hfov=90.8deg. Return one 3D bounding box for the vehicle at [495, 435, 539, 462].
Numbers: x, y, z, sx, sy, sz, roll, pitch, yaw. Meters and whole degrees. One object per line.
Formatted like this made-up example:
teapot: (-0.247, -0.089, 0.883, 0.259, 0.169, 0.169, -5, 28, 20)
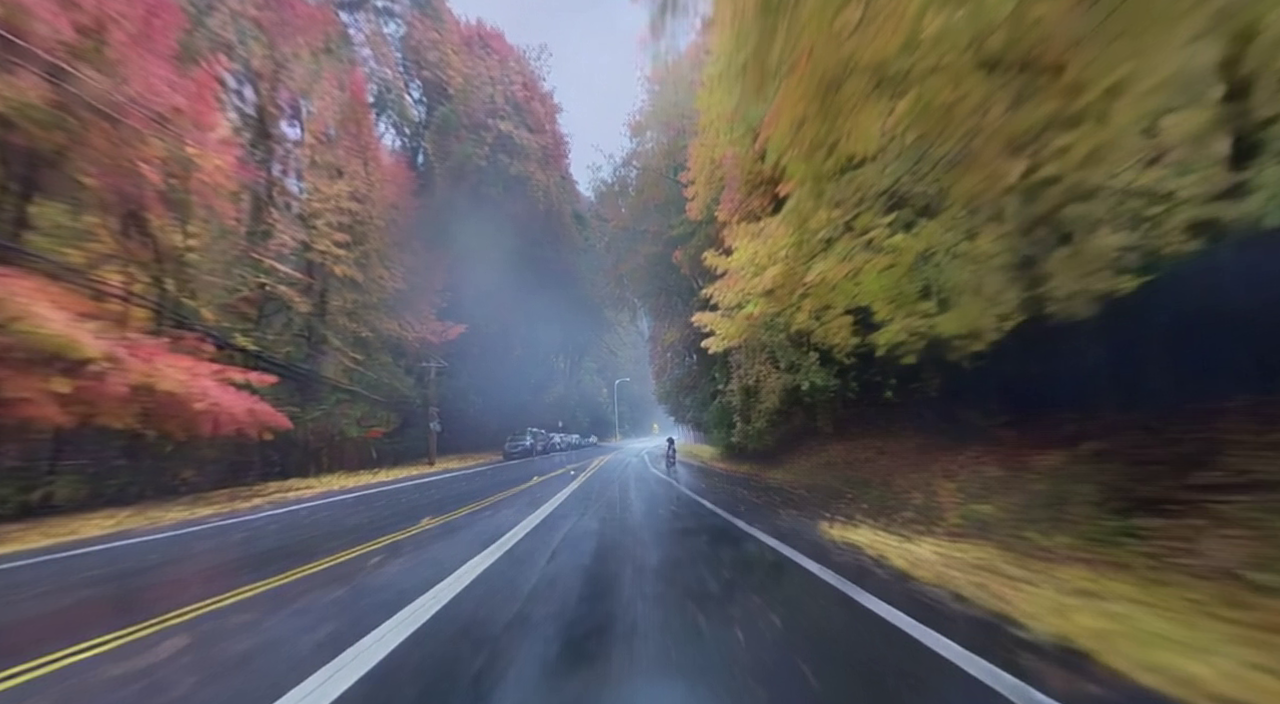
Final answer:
vehicle: (-8.701, 6.850, 45.128, 1.991, 1.759, 4.443, -3, -8, 3)
